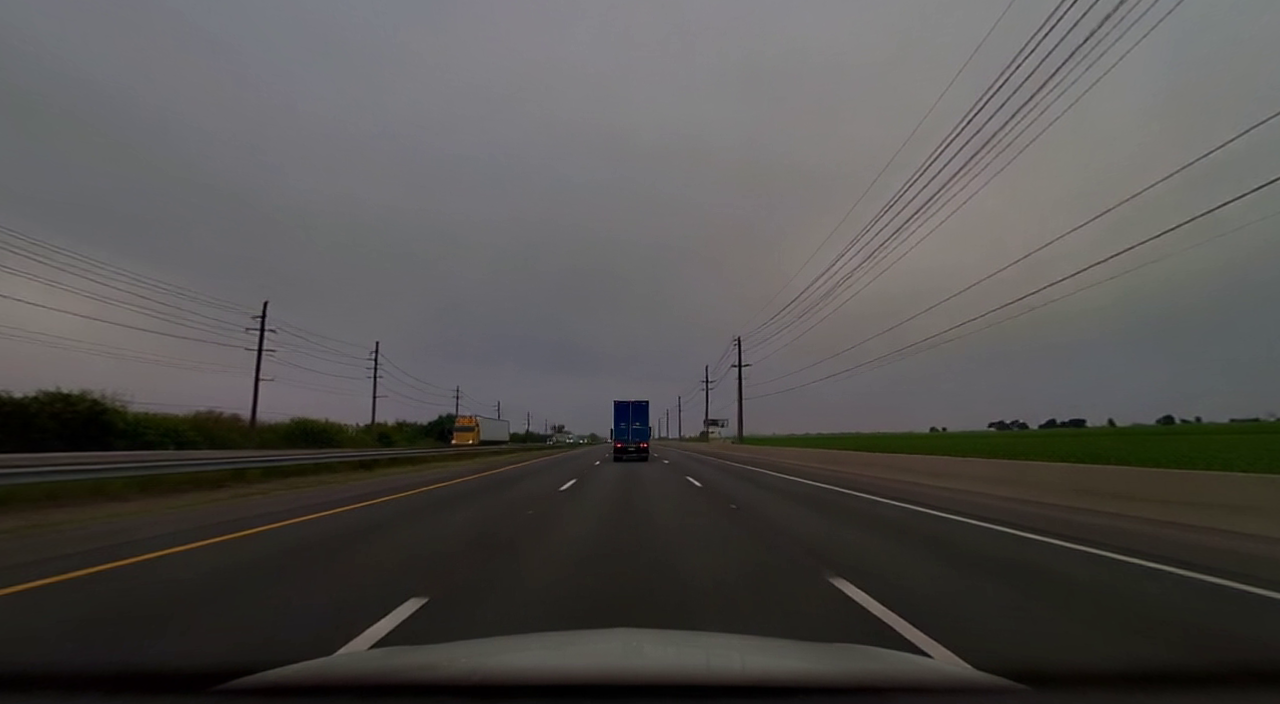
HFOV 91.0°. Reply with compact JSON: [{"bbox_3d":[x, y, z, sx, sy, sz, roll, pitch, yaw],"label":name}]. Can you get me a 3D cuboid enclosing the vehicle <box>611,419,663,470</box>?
[{"bbox_3d":[-0.210,4.268,29.128,2.240,2.129,4.480,0,-8,-2],"label":"vehicle"}]
